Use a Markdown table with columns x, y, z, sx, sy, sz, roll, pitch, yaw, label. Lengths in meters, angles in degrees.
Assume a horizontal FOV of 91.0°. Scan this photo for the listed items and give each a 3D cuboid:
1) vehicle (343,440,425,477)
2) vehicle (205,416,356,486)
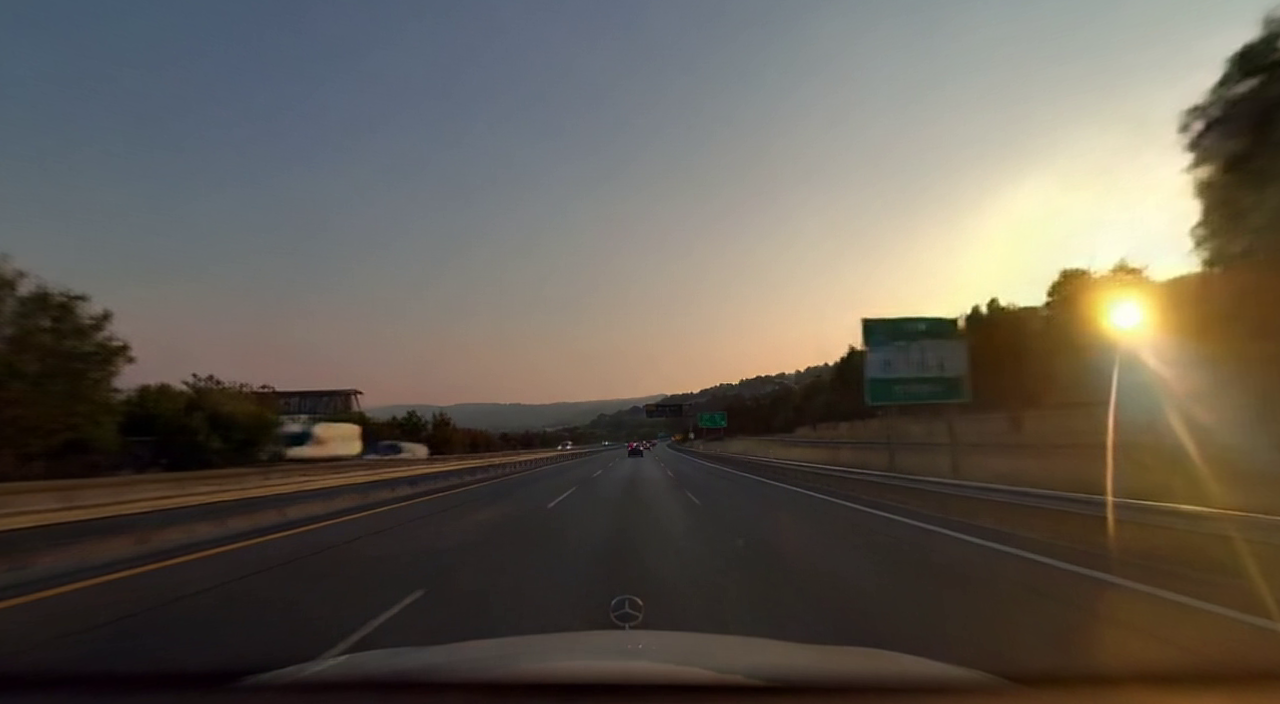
| x | y | z | sx | sy | sz | roll | pitch | yaw | label |
| --- | --- | --- | --- | --- | --- | --- | --- | --- | --- |
| -11.455 | 4.768 | 28.474 | 1.910 | 1.532 | 4.032 | 0 | -8 | 1 | vehicle |
| -15.457 | 4.329 | 27.815 | 2.344 | 2.655 | 7.091 | 0 | -8 | 1 | vehicle |
